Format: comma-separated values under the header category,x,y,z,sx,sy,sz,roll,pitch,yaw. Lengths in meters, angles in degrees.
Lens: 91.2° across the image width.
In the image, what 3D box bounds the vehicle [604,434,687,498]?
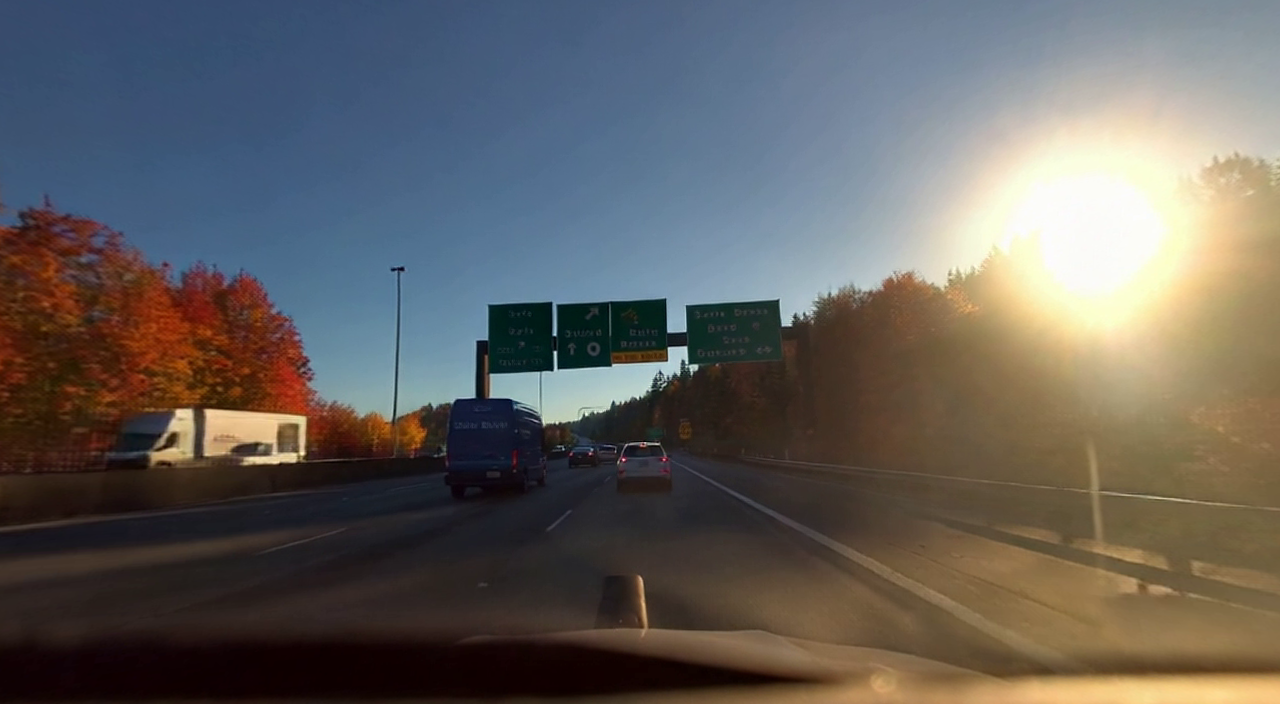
category,x,y,z,sx,sy,sz,roll,pitch,yaw
vehicle,0.179,3.332,18.669,2.195,1.679,4.070,0,-9,1

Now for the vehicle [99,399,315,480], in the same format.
category,x,y,z,sx,sy,sz,roll,pitch,yaw
vehicle,-25.406,5.447,38.565,2.906,4.059,14.158,0,-9,2

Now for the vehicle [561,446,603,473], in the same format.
category,x,y,z,sx,sy,sz,roll,pitch,yaw
vehicle,-3.401,6.407,37.604,2.015,1.496,4.312,0,-9,1

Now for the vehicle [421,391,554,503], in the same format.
category,x,y,z,sx,sy,sz,roll,pitch,yaw
vehicle,-4.107,2.743,18.194,2.275,2.692,5.810,0,-9,1
